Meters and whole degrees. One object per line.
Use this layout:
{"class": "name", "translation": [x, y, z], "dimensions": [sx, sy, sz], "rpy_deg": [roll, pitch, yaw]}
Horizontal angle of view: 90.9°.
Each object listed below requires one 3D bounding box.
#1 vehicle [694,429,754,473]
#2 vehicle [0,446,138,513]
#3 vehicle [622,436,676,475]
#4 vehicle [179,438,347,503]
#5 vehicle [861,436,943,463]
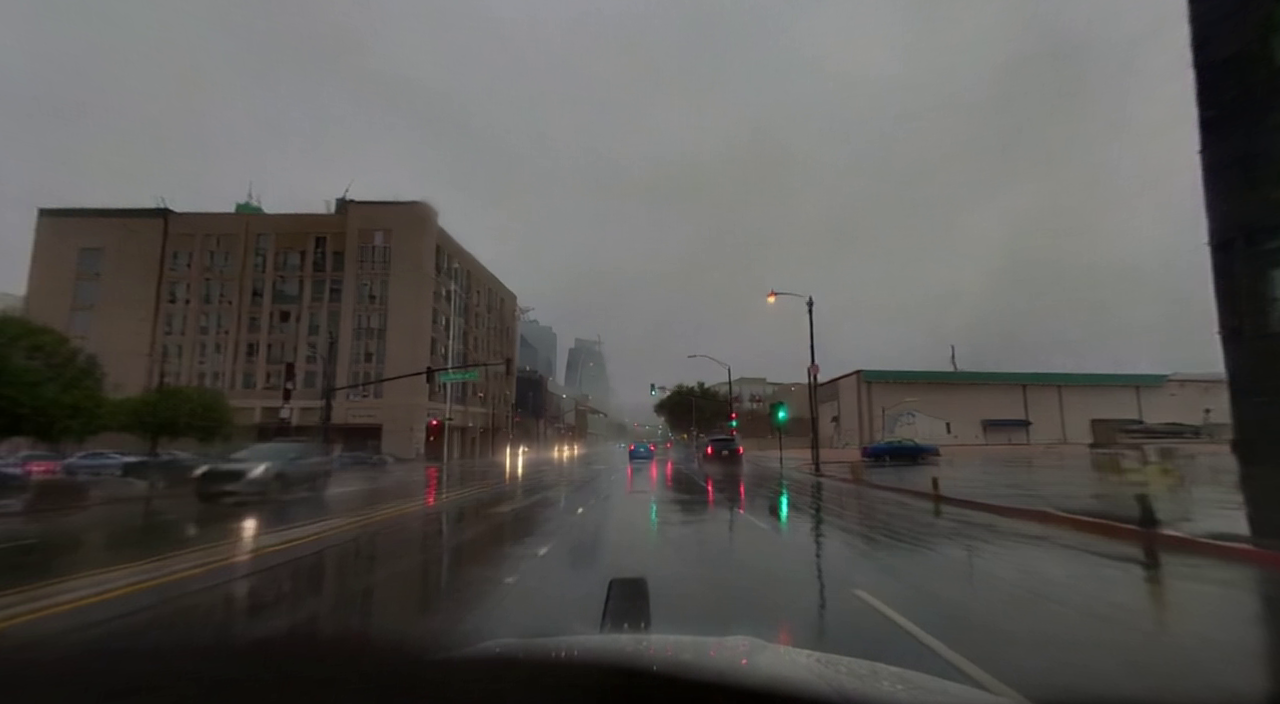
{"class": "vehicle", "translation": [3.924, 4.773, 30.483], "dimensions": [2.159, 1.938, 4.836], "rpy_deg": [0, -9, -1]}
{"class": "vehicle", "translation": [-20.188, 4.149, 20.826], "dimensions": [5.223, 2.060, 2.247], "rpy_deg": [0, -9, 1]}
{"class": "vehicle", "translation": [0.383, 4.622, 28.301], "dimensions": [2.245, 1.587, 4.094], "rpy_deg": [0, -9, 0]}
{"class": "vehicle", "translation": [-10.878, 3.437, 18.687], "dimensions": [2.232, 1.669, 4.354], "rpy_deg": [0, -9, 1]}
{"class": "vehicle", "translation": [17.497, 6.540, 42.279], "dimensions": [4.556, 1.693, 2.030], "rpy_deg": [1, -9, -1]}
